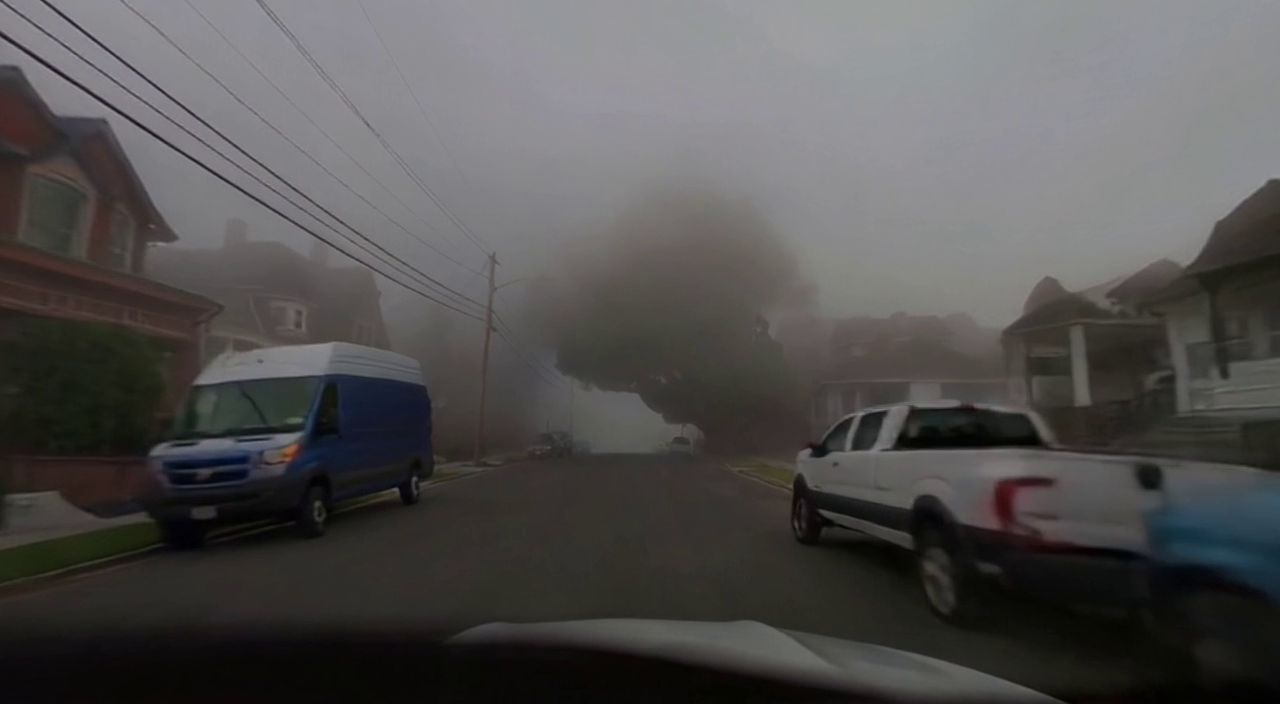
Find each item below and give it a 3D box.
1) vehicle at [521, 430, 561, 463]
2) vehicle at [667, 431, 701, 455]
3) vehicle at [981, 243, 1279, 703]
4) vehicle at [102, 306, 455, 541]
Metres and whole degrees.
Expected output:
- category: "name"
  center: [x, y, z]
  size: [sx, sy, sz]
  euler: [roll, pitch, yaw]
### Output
- category: "vehicle"
  center: [-7.005, 6.822, 44.997]
  size: [1.947, 1.480, 4.330]
  euler: [-3, -19, 2]
- category: "vehicle"
  center: [3.293, 6.966, 48.120]
  size: [2.159, 1.760, 5.345]
  euler: [0, -8, -1]
- category: "vehicle"
  center: [3.374, 0.551, 1.339]
  size: [2.123, 2.123, 5.436]
  euler: [0, -8, -1]
- category: "vehicle"
  center: [-6.714, 1.469, 13.638]
  size: [3.115, 3.562, 7.695]
  euler: [-1, -6, 0]
